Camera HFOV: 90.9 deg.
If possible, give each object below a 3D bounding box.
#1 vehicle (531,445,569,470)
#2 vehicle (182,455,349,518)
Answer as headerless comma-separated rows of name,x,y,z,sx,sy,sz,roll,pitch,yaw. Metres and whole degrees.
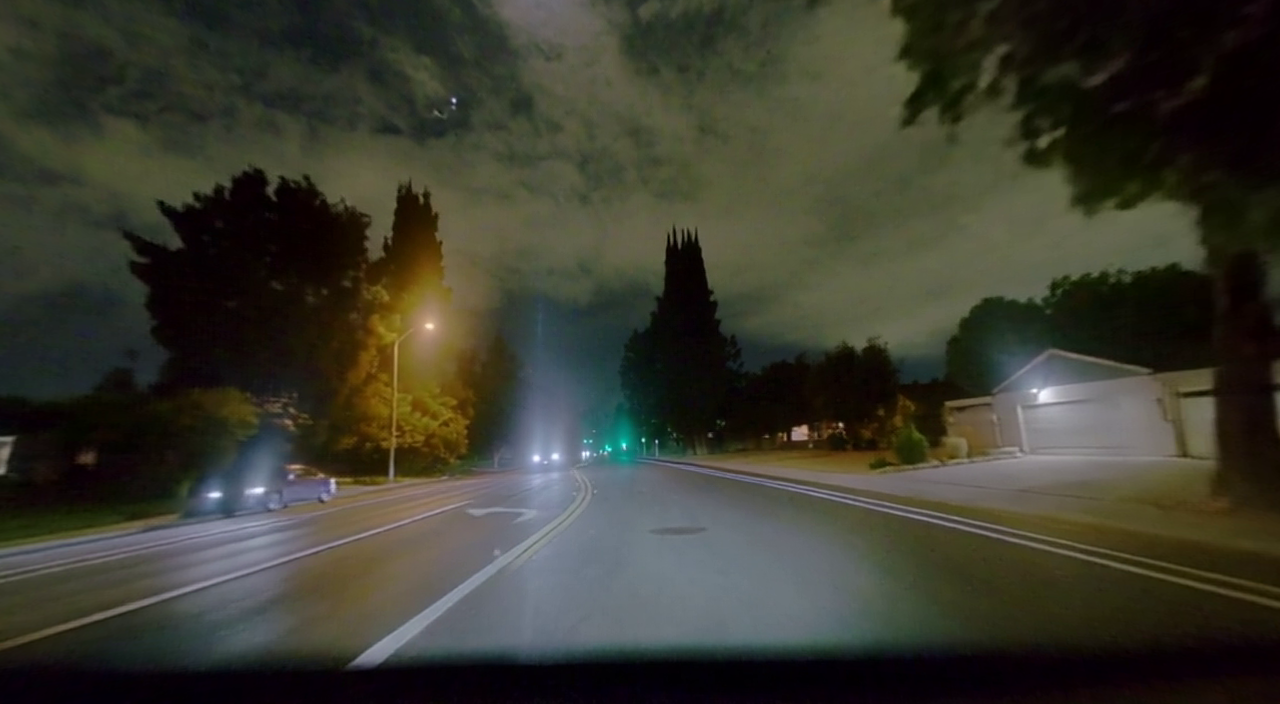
vehicle,-6.192,7.258,43.735,1.951,1.612,4.269,0,-8,0
vehicle,-12.015,4.319,20.808,2.066,1.681,5.292,-1,-8,3
